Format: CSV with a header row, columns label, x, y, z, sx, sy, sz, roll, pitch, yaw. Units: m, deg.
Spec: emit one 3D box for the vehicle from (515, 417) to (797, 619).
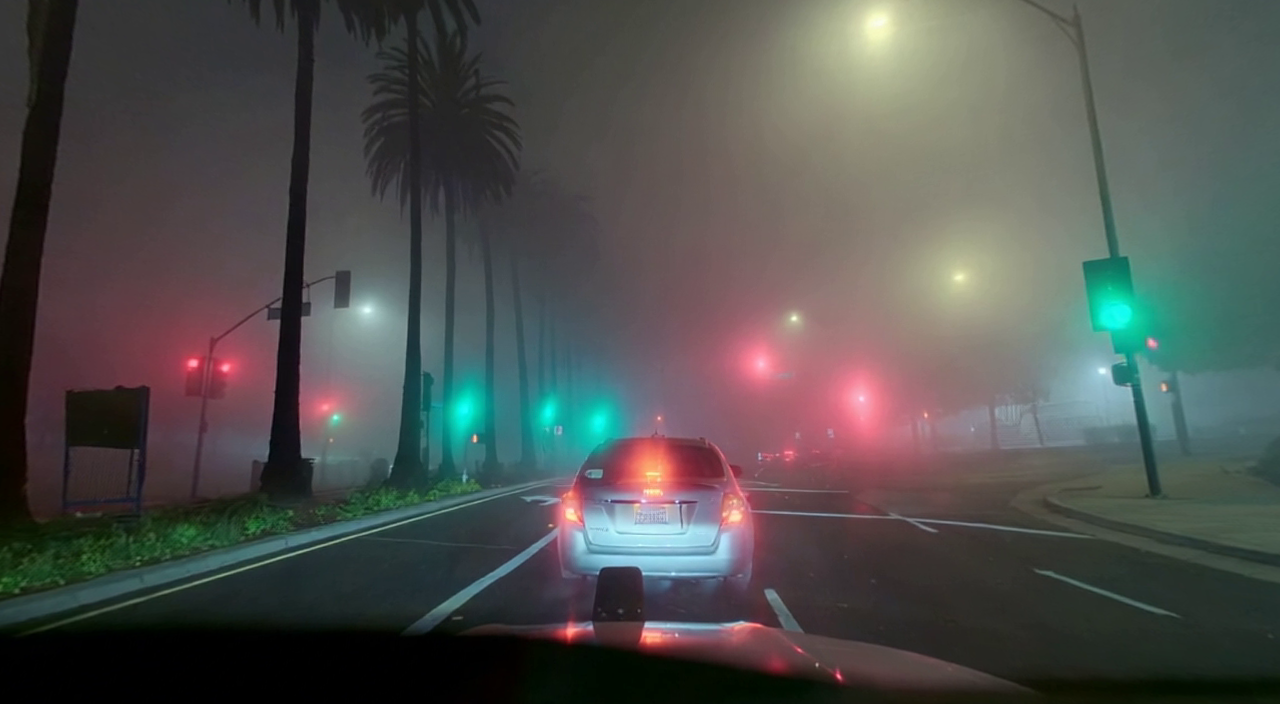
label,x,y,z,sx,sy,sz,roll,pitch,yaw
vehicle,0.144,1.552,6.822,2.096,1.492,4.071,0,-9,1
